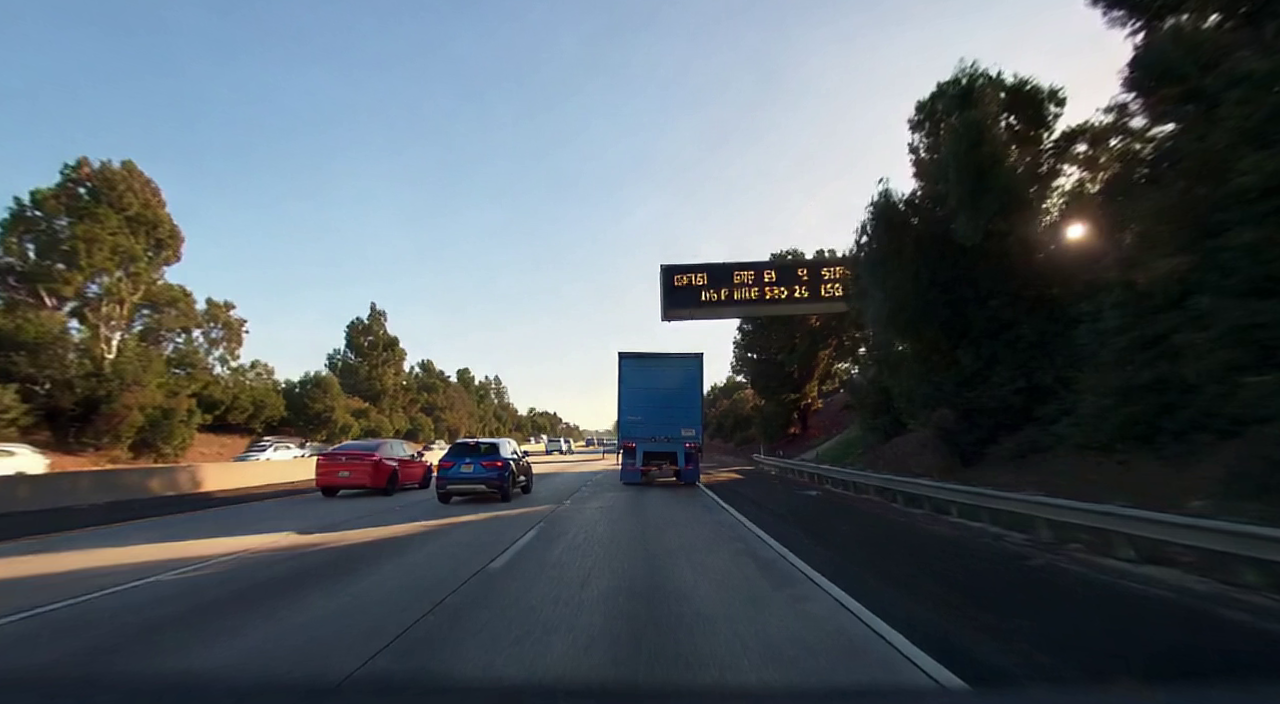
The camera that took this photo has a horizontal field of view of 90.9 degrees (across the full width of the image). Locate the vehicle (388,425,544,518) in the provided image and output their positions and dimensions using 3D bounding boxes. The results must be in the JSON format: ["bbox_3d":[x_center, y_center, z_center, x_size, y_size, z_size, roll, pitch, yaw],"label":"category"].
[{"bbox_3d":[-3.488,2.485,13.630,2.077,1.671,4.249,0,-8,1],"label":"vehicle"}]

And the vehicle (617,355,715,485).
[{"bbox_3d":[0.782,2.779,24.040,2.870,3.841,10.653,0,-8,0],"label":"vehicle"}]

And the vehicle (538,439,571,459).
[{"bbox_3d":[-6.539,7.471,48.535,1.882,1.451,4.416,0,-8,1],"label":"vehicle"}]

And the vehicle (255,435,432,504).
[{"bbox_3d":[-7.287,2.928,16.229,2.063,1.480,4.842,0,-8,2],"label":"vehicle"}]
